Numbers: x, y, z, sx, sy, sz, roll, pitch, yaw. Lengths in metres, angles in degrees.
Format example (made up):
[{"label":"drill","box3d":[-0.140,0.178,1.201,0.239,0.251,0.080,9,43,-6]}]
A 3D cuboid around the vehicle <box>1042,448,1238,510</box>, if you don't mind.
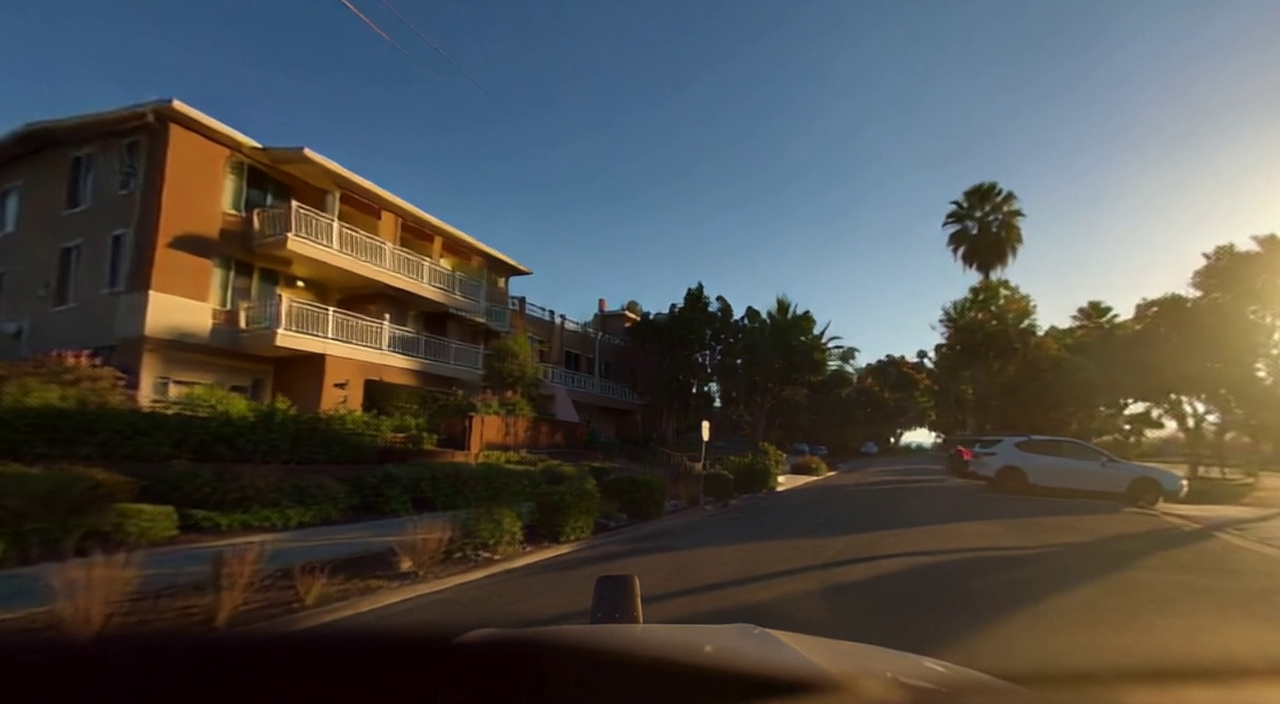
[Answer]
[{"label":"vehicle","box3d":[14.245,3.616,18.361,4.195,1.446,1.979,-3,-11,33]}]
